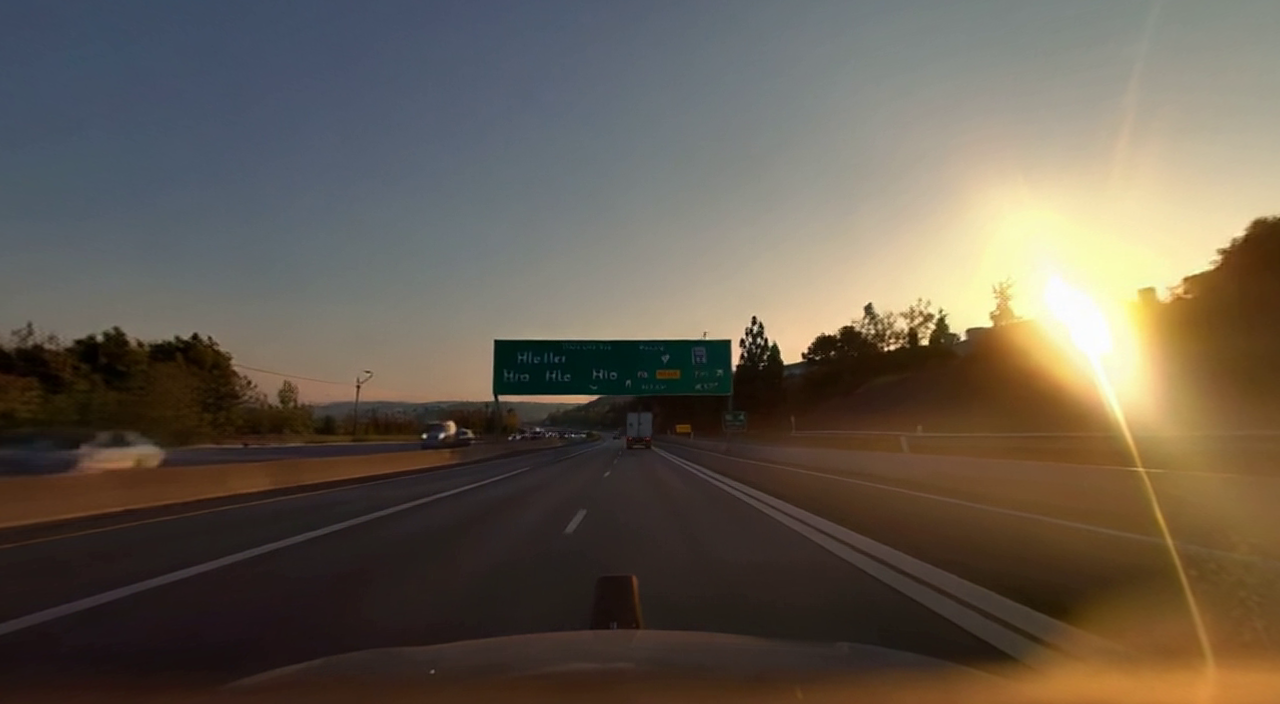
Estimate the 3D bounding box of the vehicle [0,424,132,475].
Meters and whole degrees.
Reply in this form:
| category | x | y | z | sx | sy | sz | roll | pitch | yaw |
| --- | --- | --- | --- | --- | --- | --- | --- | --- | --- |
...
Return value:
| category | x | y | z | sx | sy | sz | roll | pitch | yaw |
| --- | --- | --- | --- | --- | --- | --- | --- | --- | --- |
| vehicle | -19.075 | 3.097 | 20.151 | 1.839 | 1.447 | 4.563 | -1 | -8 | -1 |
